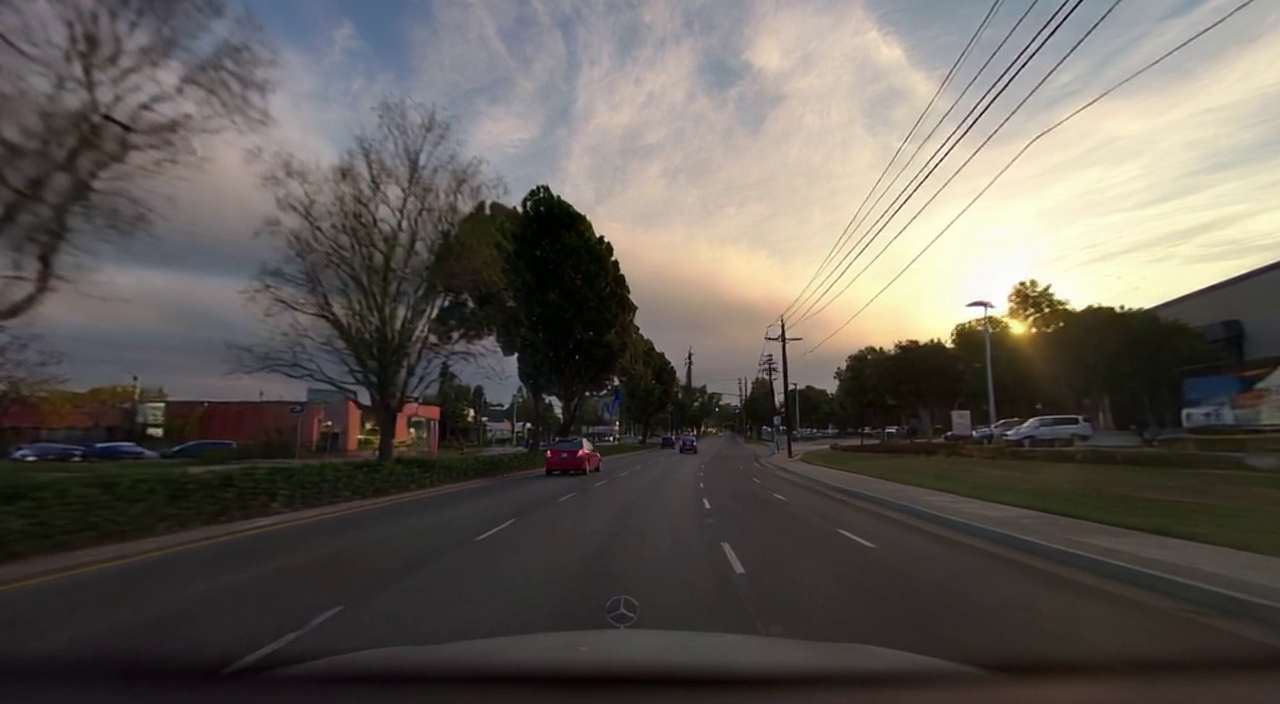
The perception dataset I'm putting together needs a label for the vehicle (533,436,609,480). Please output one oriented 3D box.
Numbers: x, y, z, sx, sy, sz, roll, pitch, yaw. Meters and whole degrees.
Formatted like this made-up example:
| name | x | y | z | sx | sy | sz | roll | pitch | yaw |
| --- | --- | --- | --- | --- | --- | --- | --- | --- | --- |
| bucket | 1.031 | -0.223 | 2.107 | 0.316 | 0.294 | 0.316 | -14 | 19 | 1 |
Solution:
| name | x | y | z | sx | sy | sz | roll | pitch | yaw |
| --- | --- | --- | --- | --- | --- | --- | --- | --- | --- |
| vehicle | -2.490 | 3.985 | 24.009 | 1.928 | 1.488 | 4.635 | -1 | -8 | 6 |
